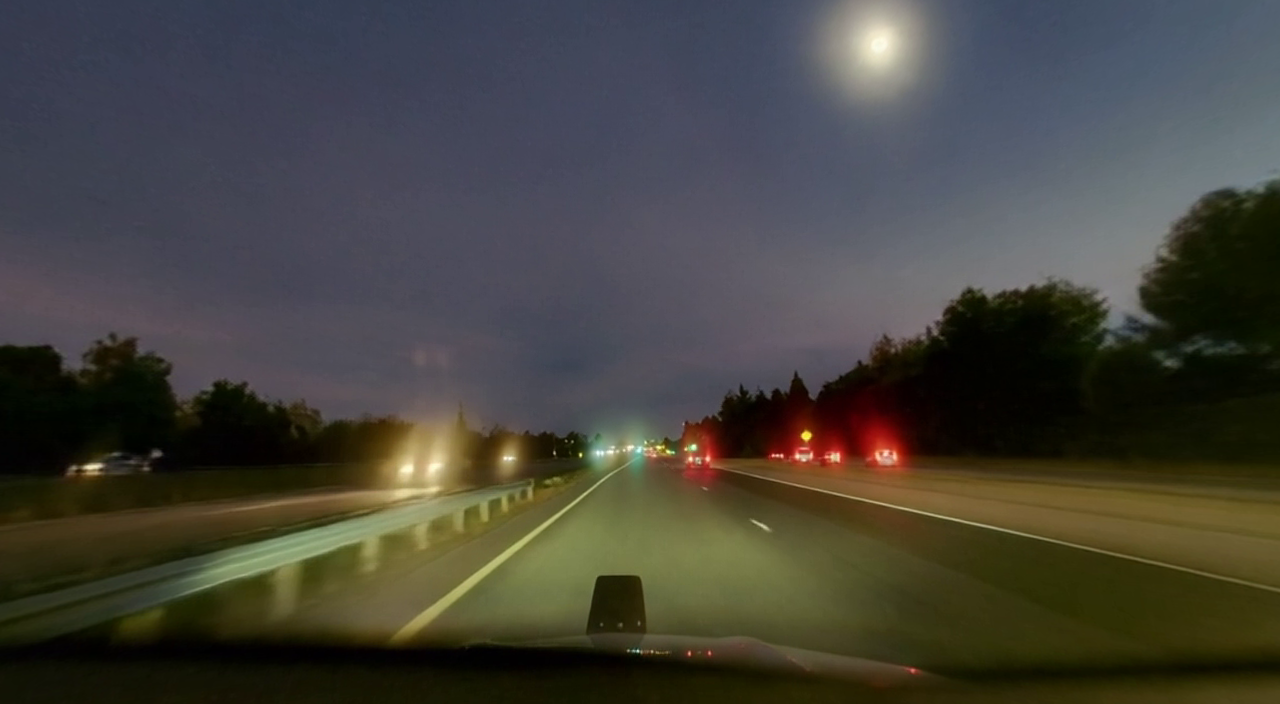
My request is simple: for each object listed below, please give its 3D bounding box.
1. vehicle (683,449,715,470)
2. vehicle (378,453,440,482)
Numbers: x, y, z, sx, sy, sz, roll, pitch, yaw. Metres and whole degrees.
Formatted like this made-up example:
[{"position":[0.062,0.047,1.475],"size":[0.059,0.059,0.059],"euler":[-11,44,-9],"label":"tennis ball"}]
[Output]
[{"position":[4.371,8.031,47.138],"size":[1.984,1.481,4.376],"euler":[0,-9,0],"label":"vehicle"},{"position":[-12.949,6.488,35.590],"size":[1.873,1.510,4.063],"euler":[0,-9,1],"label":"vehicle"}]
